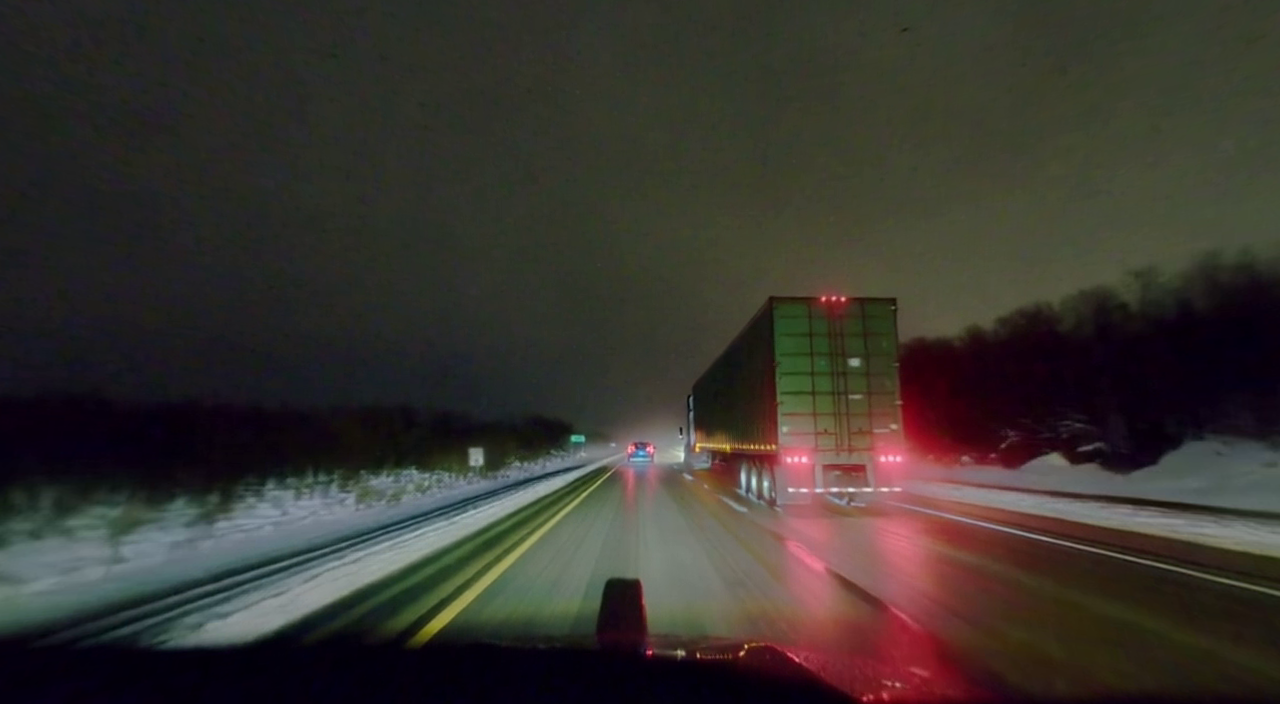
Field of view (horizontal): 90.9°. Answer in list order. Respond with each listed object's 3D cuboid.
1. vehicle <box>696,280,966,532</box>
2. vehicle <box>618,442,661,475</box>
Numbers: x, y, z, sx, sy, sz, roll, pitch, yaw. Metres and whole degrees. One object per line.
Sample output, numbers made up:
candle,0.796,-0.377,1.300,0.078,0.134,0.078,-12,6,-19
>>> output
vehicle,3.801,2.012,18.353,2.929,4.158,15.921,0,-9,0
vehicle,-0.018,5.240,31.215,1.968,1.515,4.025,0,-9,0
